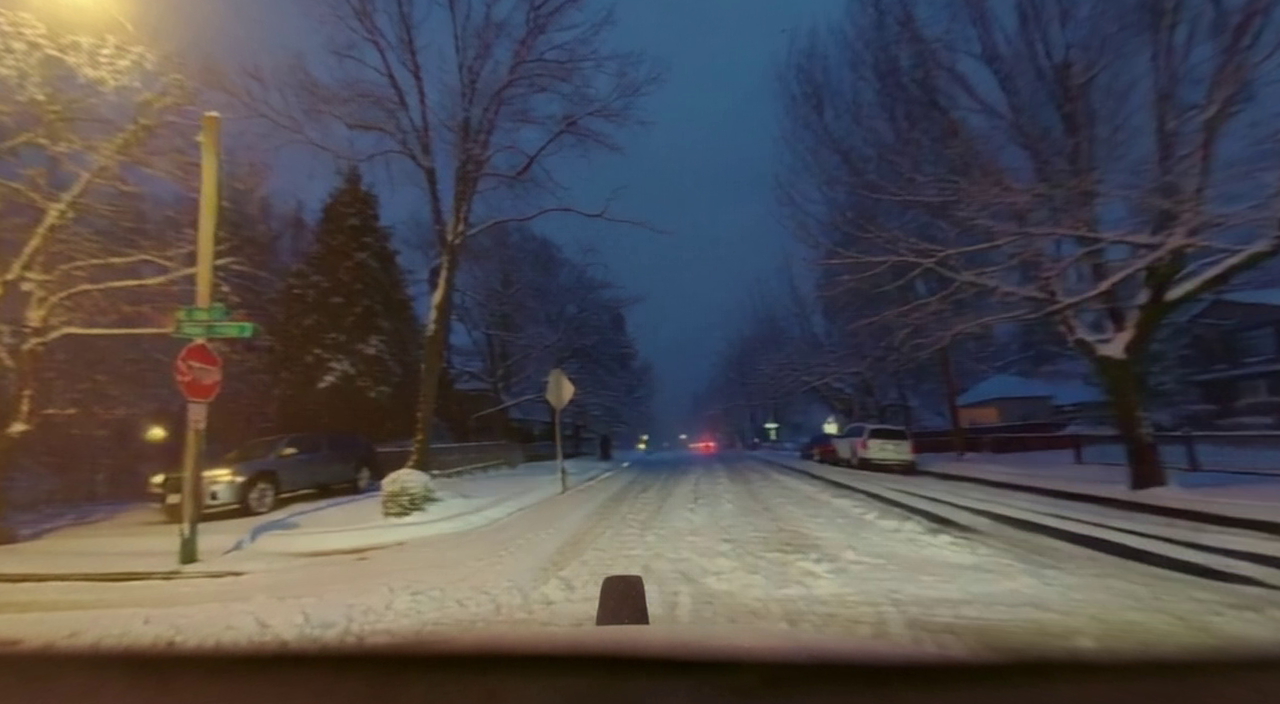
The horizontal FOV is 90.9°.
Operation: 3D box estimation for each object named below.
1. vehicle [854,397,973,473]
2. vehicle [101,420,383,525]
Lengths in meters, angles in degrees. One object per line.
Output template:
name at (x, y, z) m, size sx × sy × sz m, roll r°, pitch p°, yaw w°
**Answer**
vehicle at (12.676, 3.851, 29.912) m, size 2.718 × 3.089 × 6.380 m, roll -2°, pitch -6°, yaw 1°
vehicle at (-8.624, 2.593, 14.711) m, size 2.286 × 1.915 × 5.980 m, roll -1°, pitch -7°, yaw 6°
